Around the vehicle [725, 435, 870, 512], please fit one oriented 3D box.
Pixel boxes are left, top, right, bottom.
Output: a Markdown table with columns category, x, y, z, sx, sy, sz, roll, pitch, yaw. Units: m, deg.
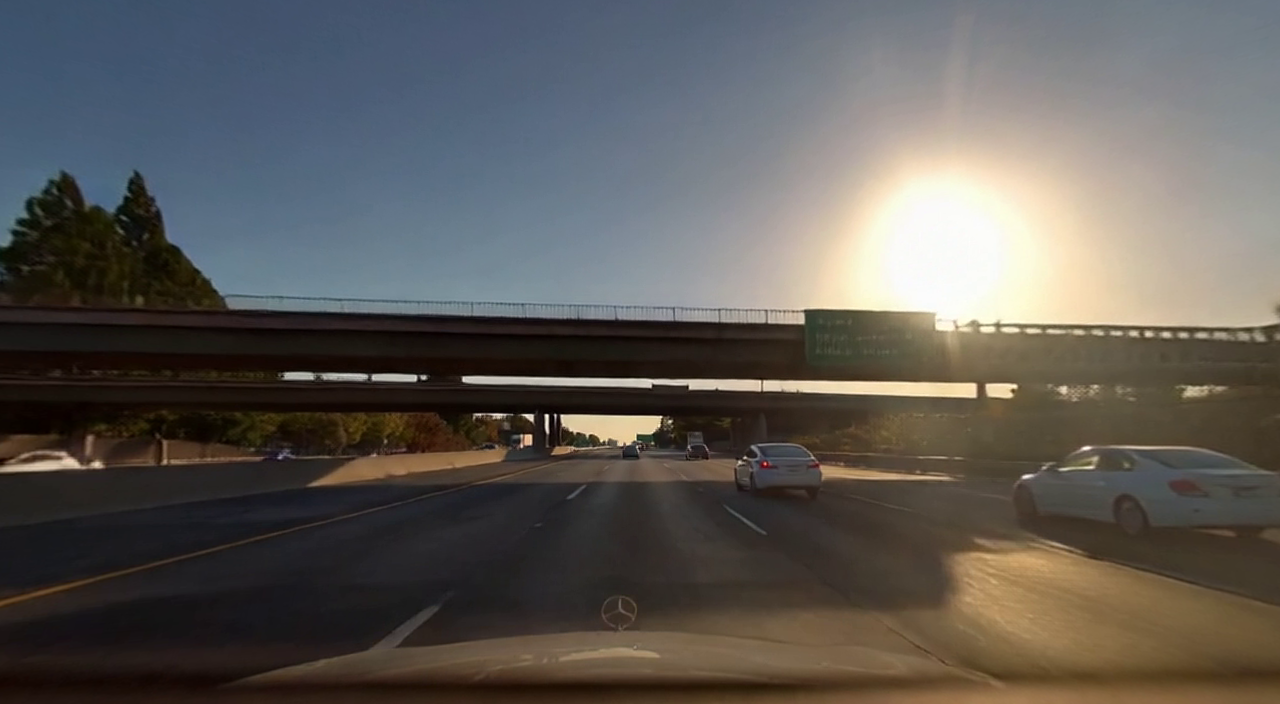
| category | x | y | z | sx | sy | sz | roll | pitch | yaw |
| --- | --- | --- | --- | --- | --- | --- | --- | --- | --- |
| vehicle | 3.374 | 2.716 | 14.616 | 2.076 | 1.472 | 4.562 | 0 | -8 | -1 |

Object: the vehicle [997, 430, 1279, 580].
| category | x | y | z | sx | sy | sz | roll | pitch | yaw |
| --- | --- | --- | --- | --- | --- | --- | --- | --- | --- |
| vehicle | 7.248 | 1.885 | 8.702 | 1.946 | 1.497 | 4.467 | 0 | -9 | -1 |
